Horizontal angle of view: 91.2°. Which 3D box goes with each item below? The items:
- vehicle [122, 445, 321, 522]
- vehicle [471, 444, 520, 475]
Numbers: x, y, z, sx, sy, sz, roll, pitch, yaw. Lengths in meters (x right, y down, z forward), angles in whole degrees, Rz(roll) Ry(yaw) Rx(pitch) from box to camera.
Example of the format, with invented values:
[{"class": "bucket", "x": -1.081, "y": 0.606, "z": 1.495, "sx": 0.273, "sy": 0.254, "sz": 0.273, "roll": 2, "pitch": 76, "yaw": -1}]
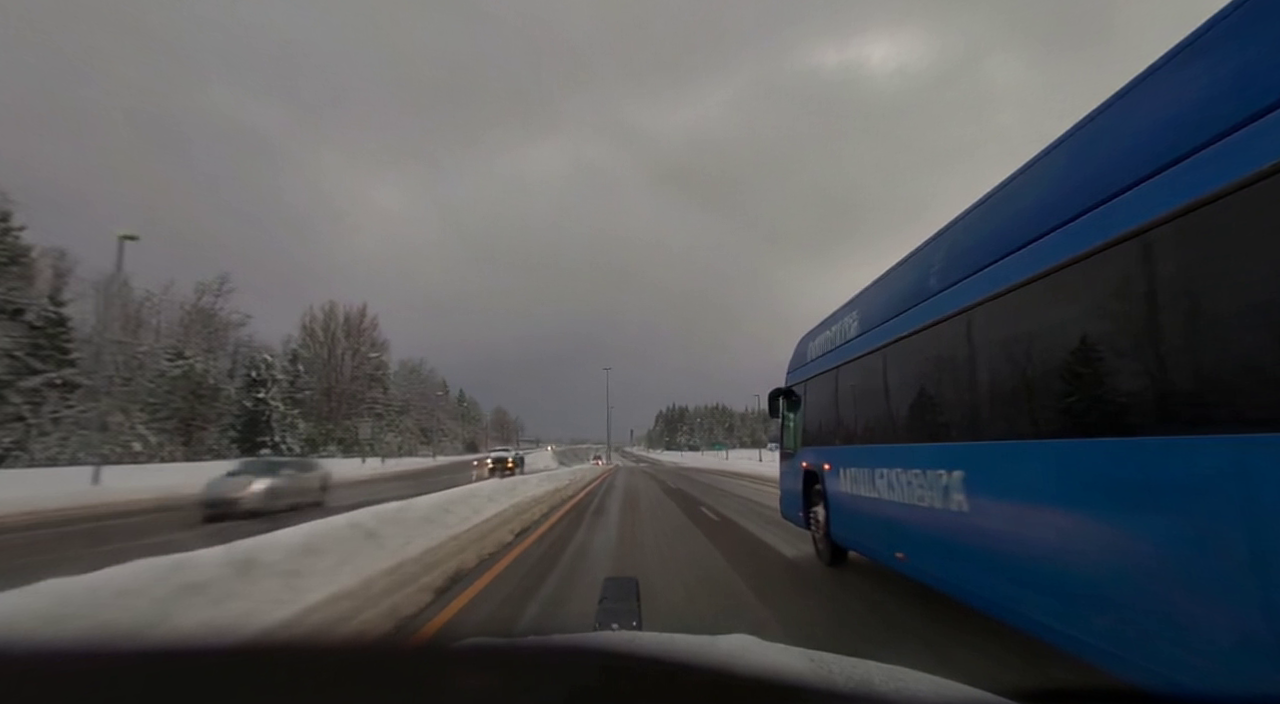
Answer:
[{"class": "vehicle", "x": -9.197, "y": 2.874, "z": 14.249, "sx": 1.868, "sy": 1.477, "sz": 3.860, "roll": 0, "pitch": -8, "yaw": -1}, {"class": "vehicle", "x": -9.246, "y": 6.894, "z": 40.489, "sx": 2.033, "sy": 1.845, "sz": 4.537, "roll": 0, "pitch": -8, "yaw": 0}]
